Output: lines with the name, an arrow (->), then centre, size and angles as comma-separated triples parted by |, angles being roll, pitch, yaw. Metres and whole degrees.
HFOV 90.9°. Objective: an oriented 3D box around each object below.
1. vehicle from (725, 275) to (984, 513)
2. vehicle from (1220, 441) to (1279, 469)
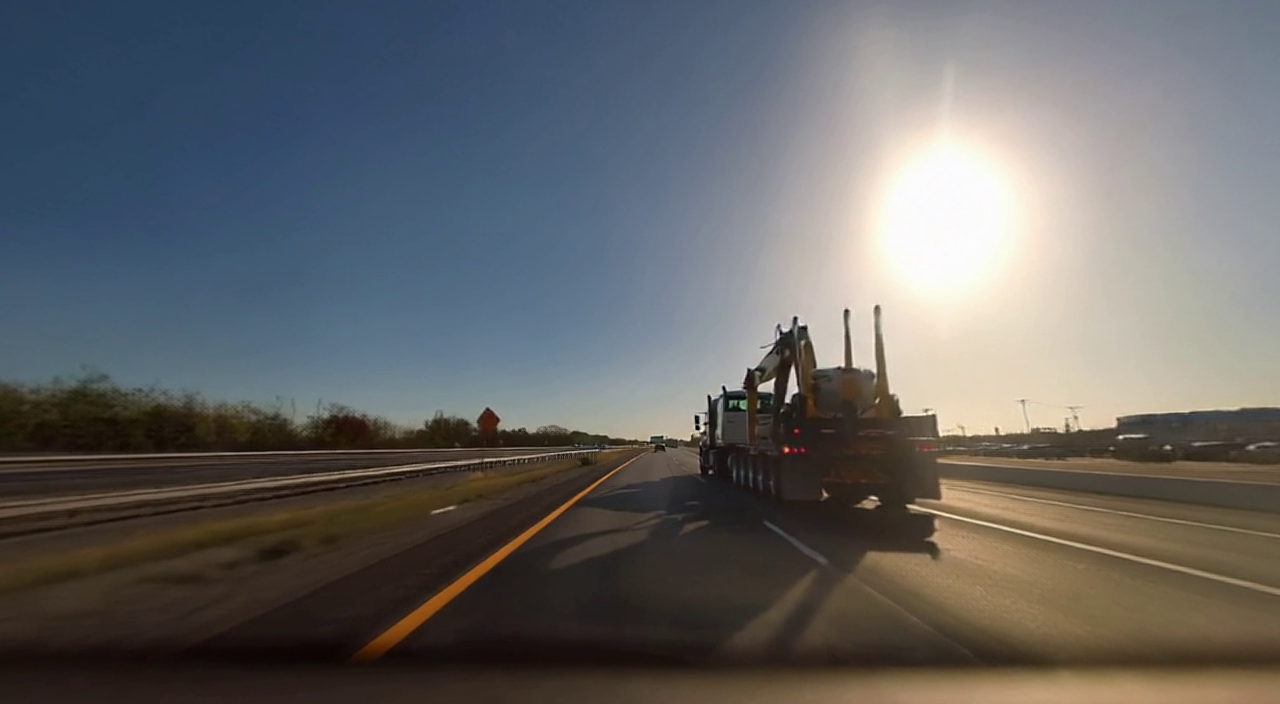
vehicle -> 3.963, 1.136, 13.759 | 3.279, 3.956, 6.541 | 0, -9, 1
vehicle -> 43.476, 7.044, 43.211 | 5.053, 1.689, 2.144 | -3, -8, 3
